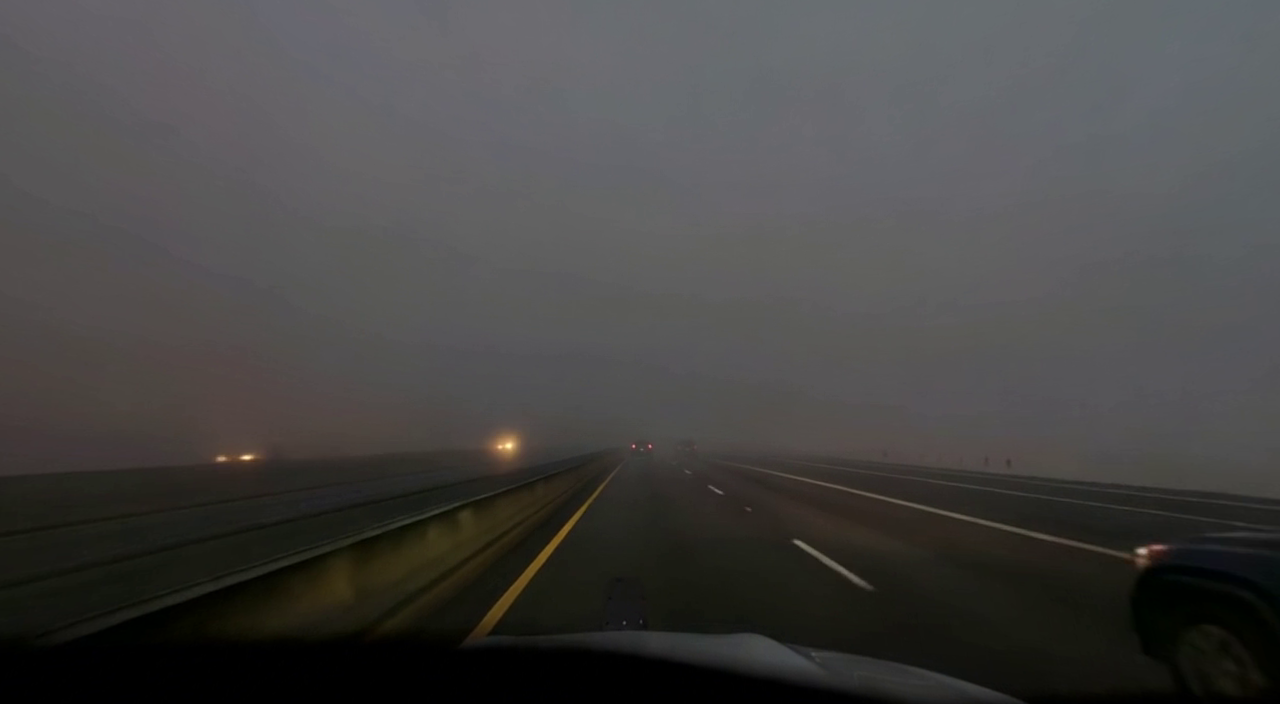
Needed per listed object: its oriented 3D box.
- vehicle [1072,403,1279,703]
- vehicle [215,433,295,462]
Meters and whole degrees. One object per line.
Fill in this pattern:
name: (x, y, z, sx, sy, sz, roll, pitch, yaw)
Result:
vehicle: (3.476, 0.771, 1.224, 2.091, 1.482, 4.522, 0, -8, 1)
vehicle: (-20.050, 4.982, 32.939, 1.809, 1.431, 3.660, 0, -8, 1)
